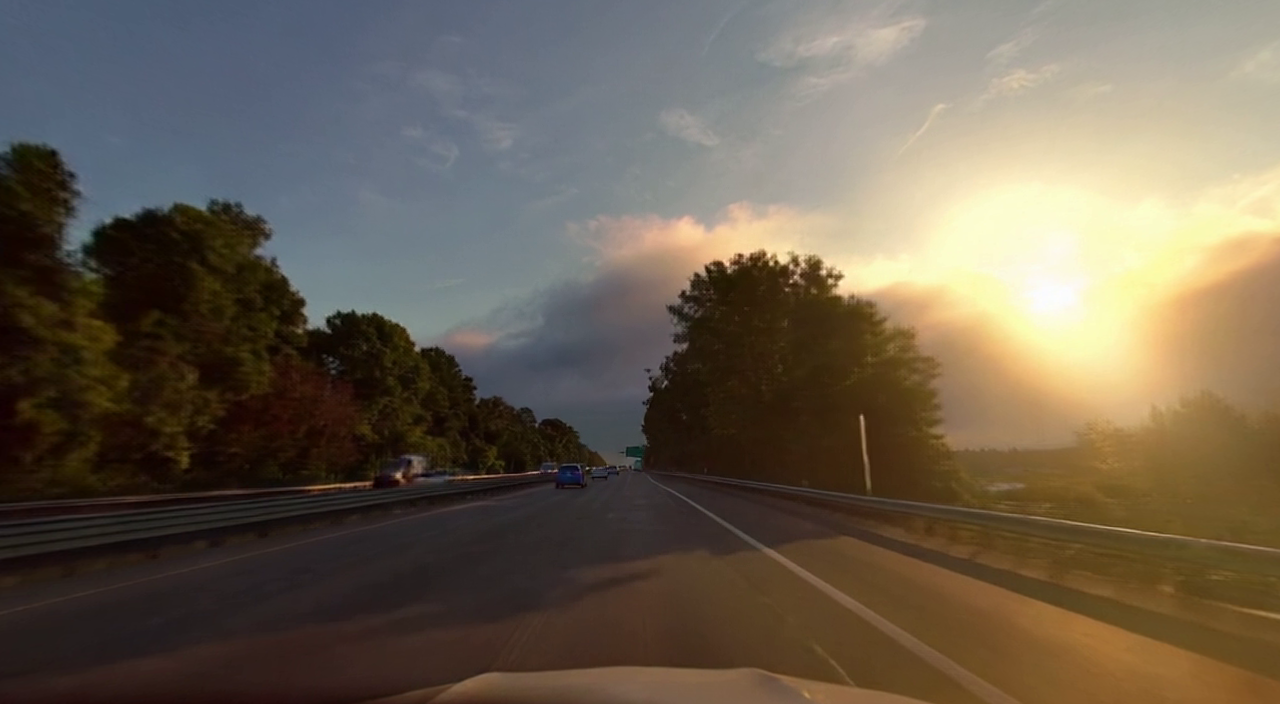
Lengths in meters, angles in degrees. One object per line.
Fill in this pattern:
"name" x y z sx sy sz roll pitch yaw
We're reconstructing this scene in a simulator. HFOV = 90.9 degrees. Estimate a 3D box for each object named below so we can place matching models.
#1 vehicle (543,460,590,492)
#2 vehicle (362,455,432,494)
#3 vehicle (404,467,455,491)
"vehicle" -3.959 6.780 34.663 2.068 1.592 4.479 1 -10 0
"vehicle" -17.800 9.015 46.641 2.252 2.648 7.327 1 -10 0
"vehicle" -13.532 8.185 40.790 1.812 1.474 4.242 1 -10 0
